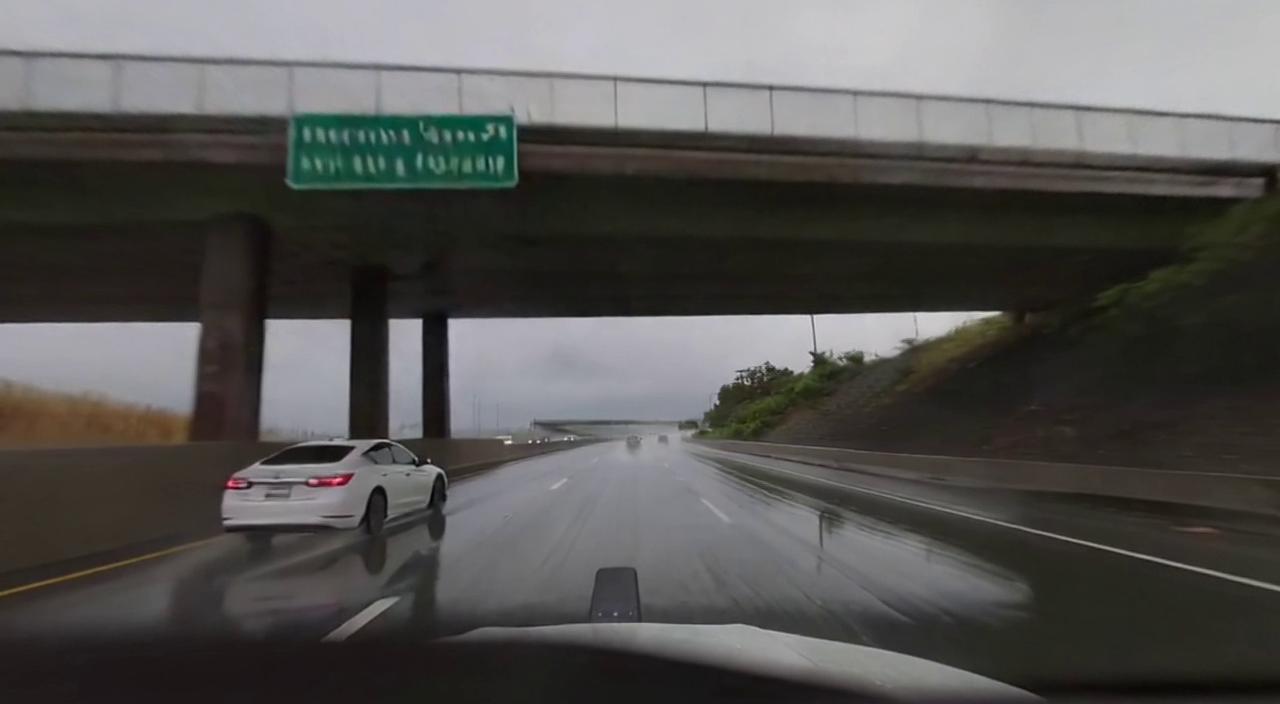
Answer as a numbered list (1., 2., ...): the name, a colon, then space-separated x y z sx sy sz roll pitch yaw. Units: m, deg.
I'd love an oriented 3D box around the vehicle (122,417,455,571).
1. vehicle: -4.009 1.649 8.195 1.981 1.475 4.084 0 -8 0
